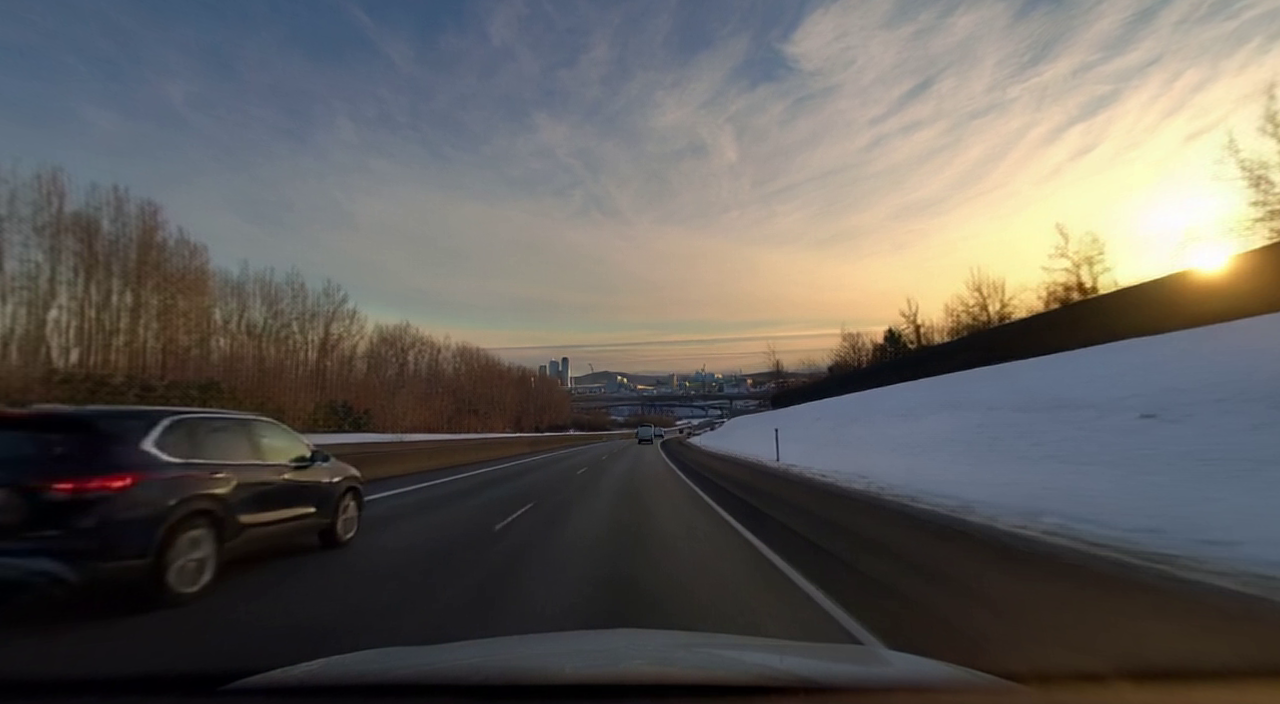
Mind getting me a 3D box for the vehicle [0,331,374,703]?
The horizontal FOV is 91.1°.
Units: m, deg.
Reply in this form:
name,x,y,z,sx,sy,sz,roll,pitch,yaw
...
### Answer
name,x,y,z,sx,sy,sz,roll,pitch,yaw
vehicle,-3.860,0.998,4.561,2.018,1.678,4.312,0,-8,-1
